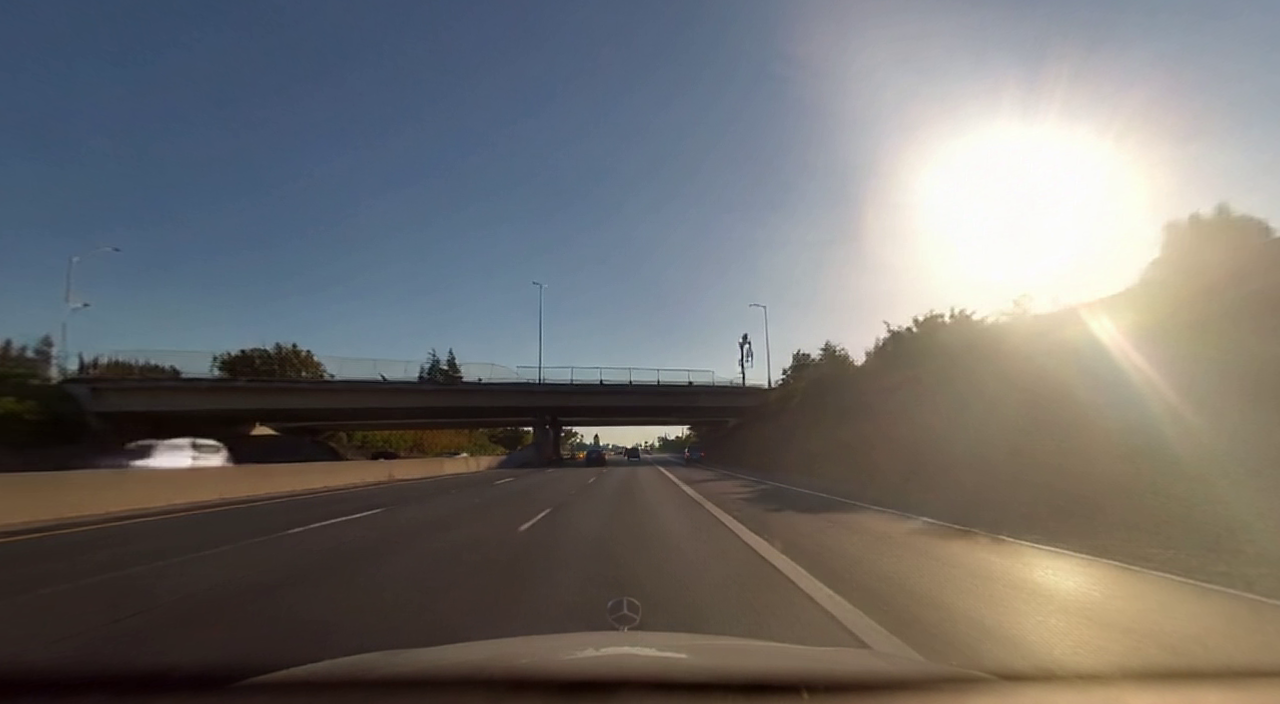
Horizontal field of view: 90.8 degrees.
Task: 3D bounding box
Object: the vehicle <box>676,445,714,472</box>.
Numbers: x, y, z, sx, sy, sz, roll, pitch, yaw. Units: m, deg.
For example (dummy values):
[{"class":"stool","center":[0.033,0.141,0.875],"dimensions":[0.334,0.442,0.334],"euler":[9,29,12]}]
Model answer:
[{"class":"vehicle","center":[3.766,7.416,44.064],"dimensions":[2.133,1.746,4.511],"euler":[0,-9,-1]}]
